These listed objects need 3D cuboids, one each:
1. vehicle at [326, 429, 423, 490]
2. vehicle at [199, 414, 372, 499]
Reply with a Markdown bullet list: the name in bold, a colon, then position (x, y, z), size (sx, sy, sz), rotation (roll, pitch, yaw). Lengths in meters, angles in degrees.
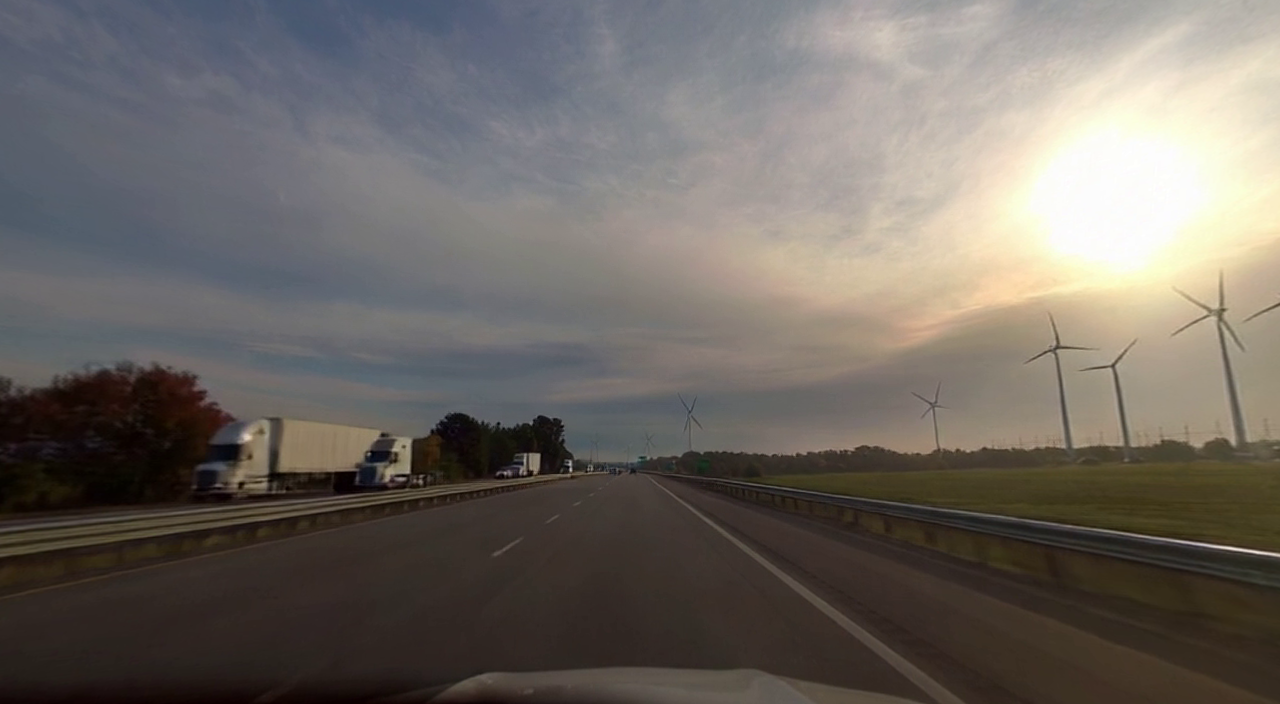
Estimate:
- **vehicle**: position (-17.354, 7.209, 41.996), size (2.816, 3.554, 8.526), rotation (1, -11, -1)
- **vehicle**: position (-17.200, 5.350, 31.865), size (2.952, 3.556, 10.027), rotation (1, -11, -1)
